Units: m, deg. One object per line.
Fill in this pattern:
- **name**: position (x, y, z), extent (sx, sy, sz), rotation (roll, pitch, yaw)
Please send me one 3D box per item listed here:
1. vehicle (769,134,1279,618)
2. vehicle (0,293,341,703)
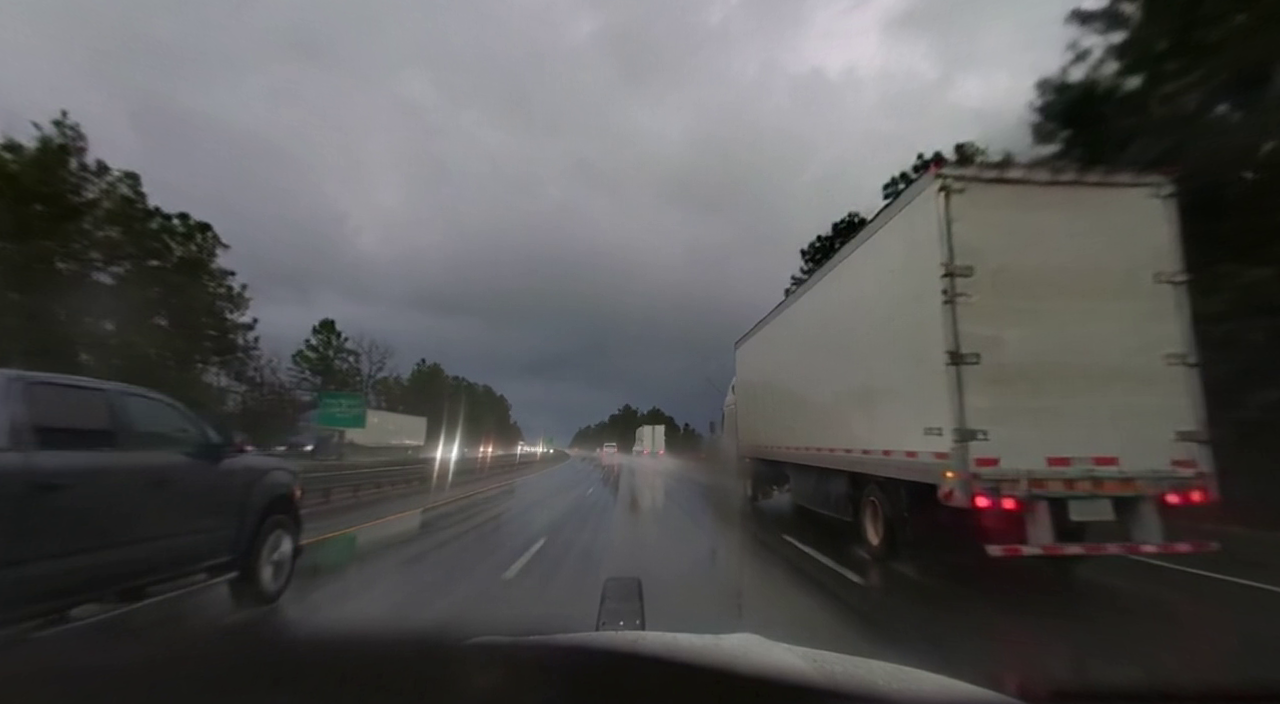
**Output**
- **vehicle**: position (4.245, 0.726, 9.381), extent (2.826, 4.035, 8.369), rotation (0, -9, 0)
- **vehicle**: position (-3.877, 0.802, 3.091), extent (2.337, 1.942, 4.984), rotation (0, -9, 0)
